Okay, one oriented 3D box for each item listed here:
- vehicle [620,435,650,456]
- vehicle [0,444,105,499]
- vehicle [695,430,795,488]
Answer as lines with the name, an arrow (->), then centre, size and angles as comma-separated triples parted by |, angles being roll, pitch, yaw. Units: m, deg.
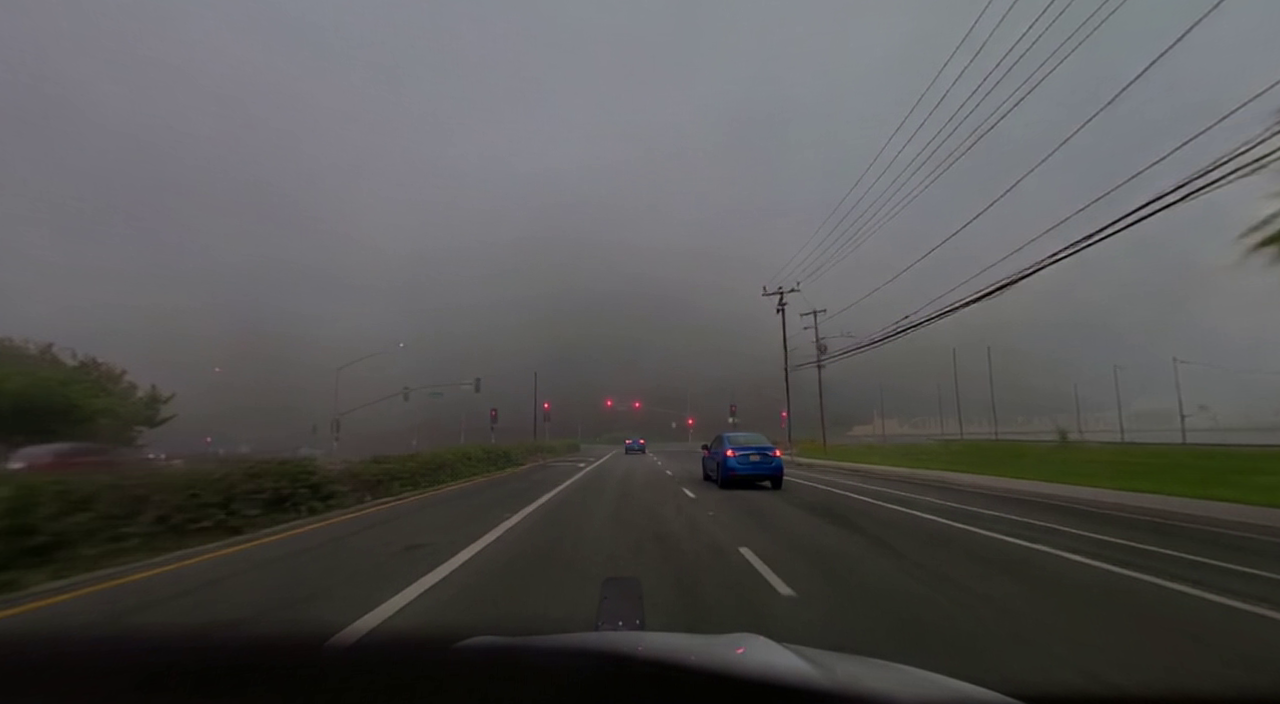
vehicle -> -0.374, 6.819, 45.958 | 2.110, 1.466, 3.860 | 0, -8, -1
vehicle -> -22.049, 4.208, 22.560 | 1.946, 1.787, 4.469 | 0, -8, -1
vehicle -> 2.830, 3.001, 18.095 | 2.004, 1.448, 4.263 | 0, -8, -2
